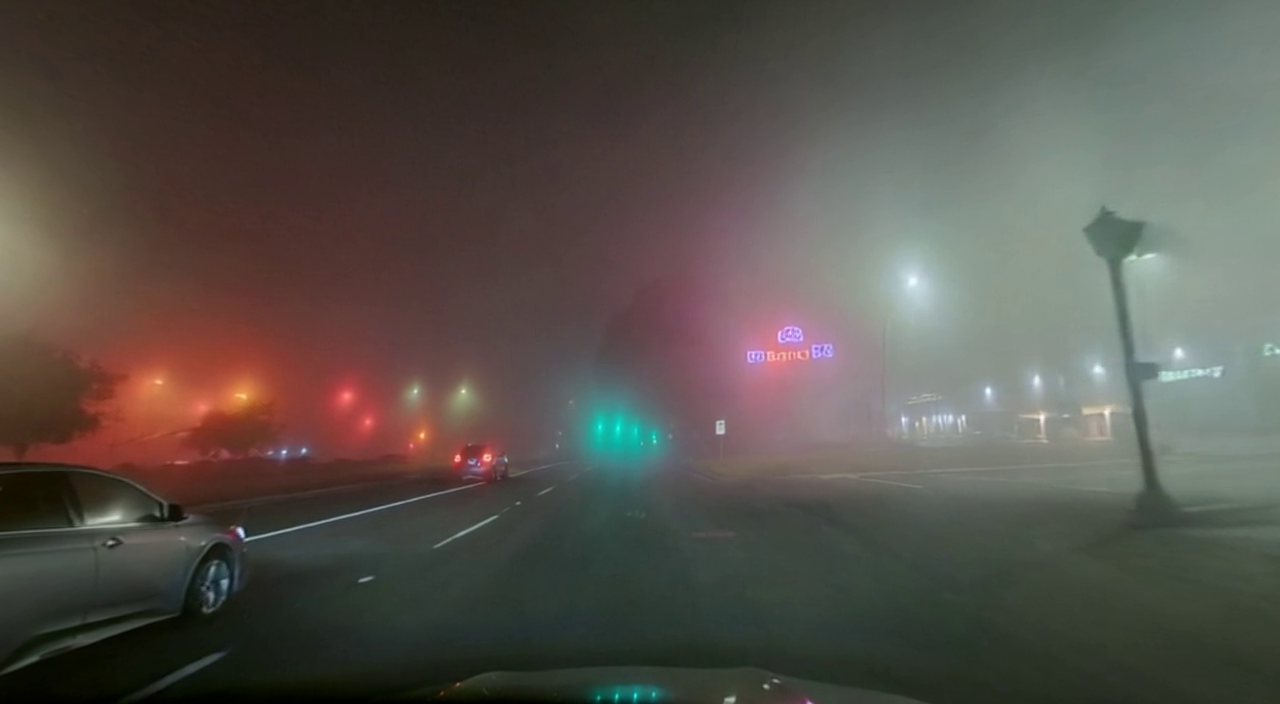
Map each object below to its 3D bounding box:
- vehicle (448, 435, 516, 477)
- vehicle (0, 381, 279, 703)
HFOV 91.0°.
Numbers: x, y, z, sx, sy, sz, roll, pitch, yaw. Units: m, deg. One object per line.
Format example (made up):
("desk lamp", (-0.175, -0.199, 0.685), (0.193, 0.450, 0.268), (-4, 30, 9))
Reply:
("vehicle", (-7.516, 4.992, 30.408), (2.136, 1.844, 4.363), (0, -8, 1))
("vehicle", (-4.201, 1.024, 3.376), (2.041, 1.666, 4.182), (0, -8, -1))
